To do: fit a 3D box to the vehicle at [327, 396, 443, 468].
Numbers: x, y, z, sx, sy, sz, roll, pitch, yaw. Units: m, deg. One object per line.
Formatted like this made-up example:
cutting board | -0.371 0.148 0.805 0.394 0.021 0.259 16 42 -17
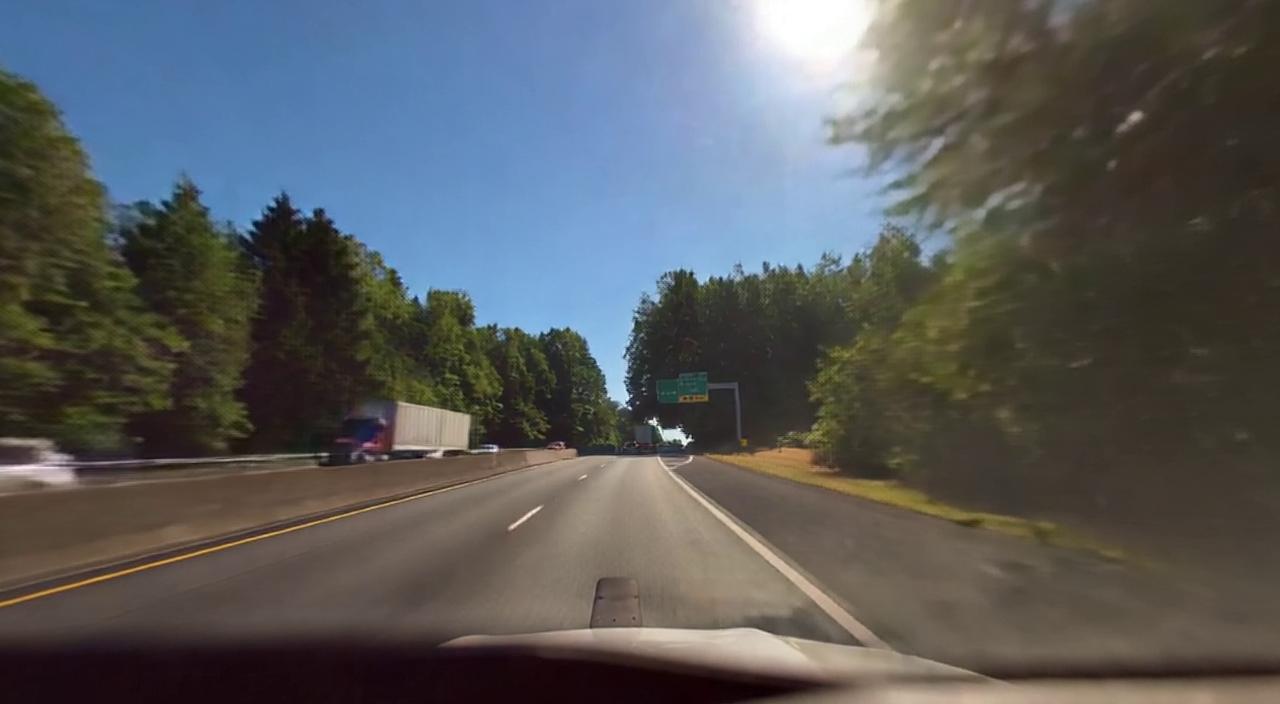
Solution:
vehicle | -15.341 5.016 39.033 2.921 3.864 9.988 -1 -8 0
